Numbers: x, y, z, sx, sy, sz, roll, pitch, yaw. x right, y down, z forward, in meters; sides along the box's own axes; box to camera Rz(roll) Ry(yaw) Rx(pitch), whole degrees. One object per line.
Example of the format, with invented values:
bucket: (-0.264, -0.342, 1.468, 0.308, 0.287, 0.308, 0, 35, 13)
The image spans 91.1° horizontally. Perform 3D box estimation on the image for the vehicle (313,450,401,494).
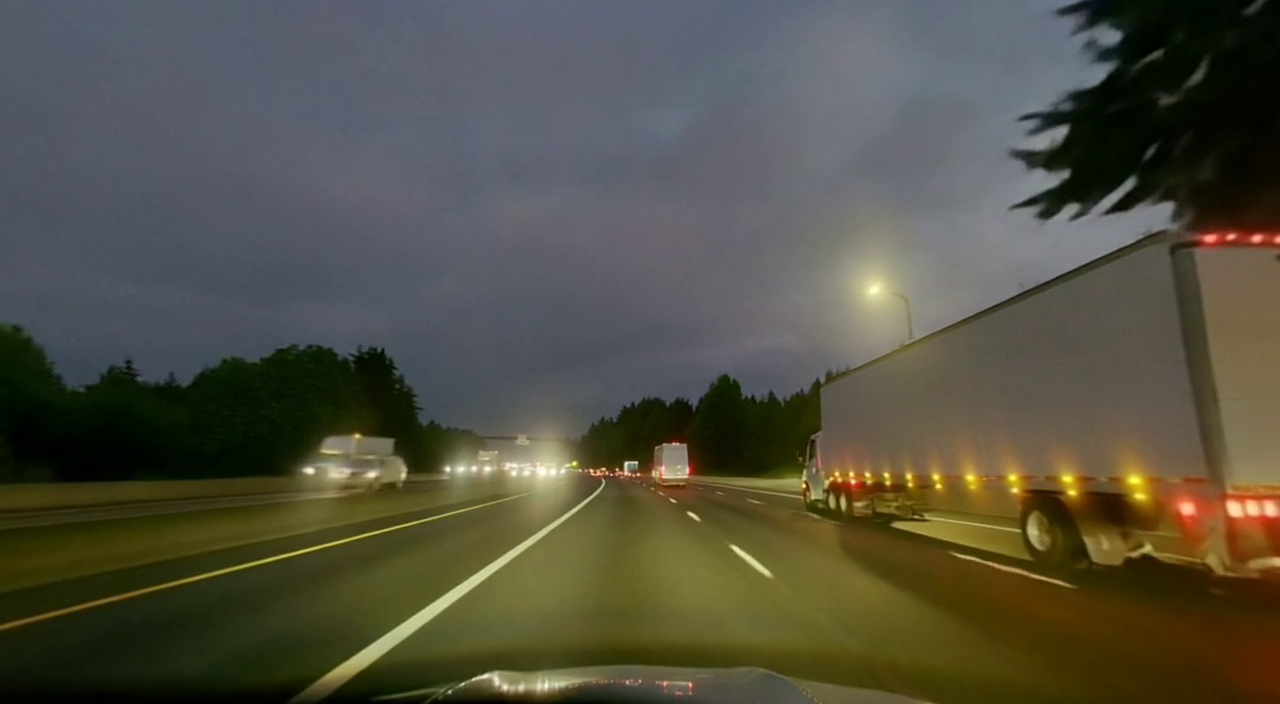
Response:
vehicle: (-14.441, 6.193, 32.511, 2.166, 2.013, 5.189, 1, -10, -1)

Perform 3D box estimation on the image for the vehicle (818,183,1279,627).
vehicle: (7.198, 1.708, 12.698, 2.866, 4.102, 14.351, 1, -10, -1)

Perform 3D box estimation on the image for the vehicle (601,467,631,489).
vehicle: (-1.752, 9.246, 46.201, 2.106, 1.524, 4.381, 1, -10, -2)

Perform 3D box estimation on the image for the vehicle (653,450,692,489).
vehicle: (2.365, 8.718, 46.722, 2.291, 2.639, 5.280, 1, -10, -3)
